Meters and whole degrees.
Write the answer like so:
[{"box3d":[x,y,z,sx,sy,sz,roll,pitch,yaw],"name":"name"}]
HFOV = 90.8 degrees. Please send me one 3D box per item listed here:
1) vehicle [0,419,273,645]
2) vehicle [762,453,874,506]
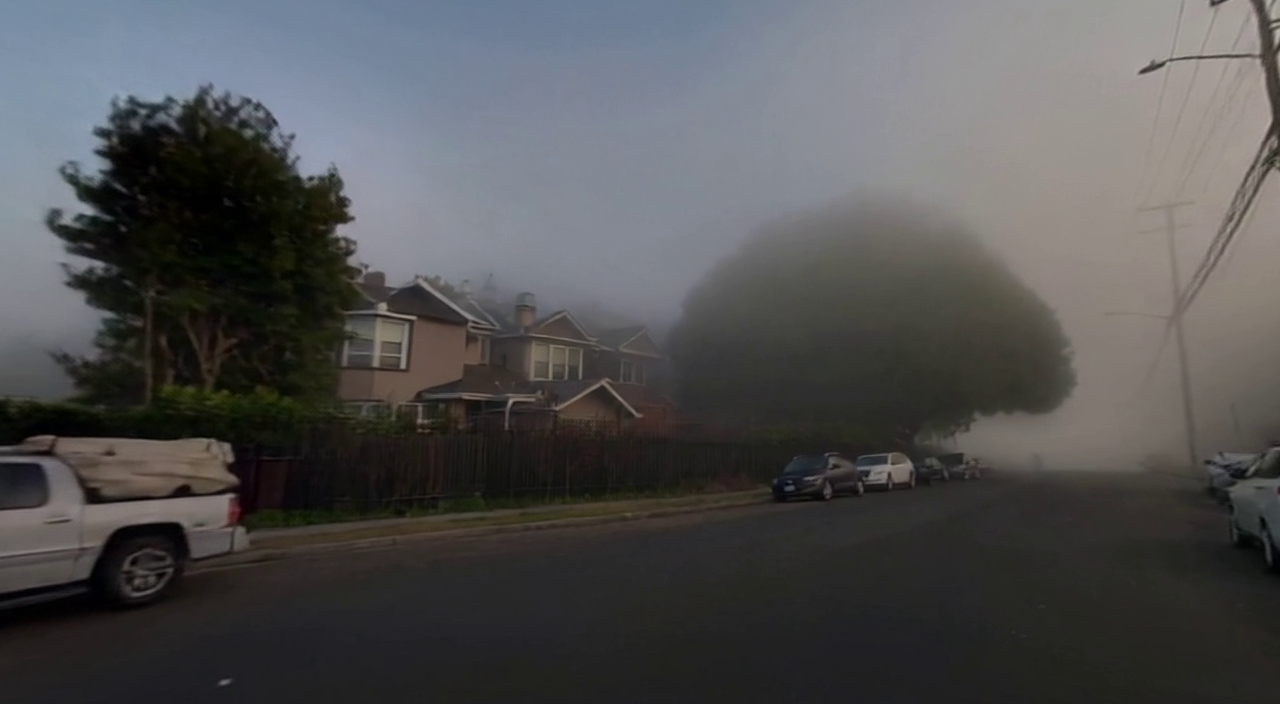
[{"box3d":[-5.437,1.290,4.694,2.082,1.547,4.217,-3,-9,21],"name":"vehicle"},{"box3d":[5.964,4.092,20.810,1.930,1.478,4.731,-6,-11,36],"name":"vehicle"}]
